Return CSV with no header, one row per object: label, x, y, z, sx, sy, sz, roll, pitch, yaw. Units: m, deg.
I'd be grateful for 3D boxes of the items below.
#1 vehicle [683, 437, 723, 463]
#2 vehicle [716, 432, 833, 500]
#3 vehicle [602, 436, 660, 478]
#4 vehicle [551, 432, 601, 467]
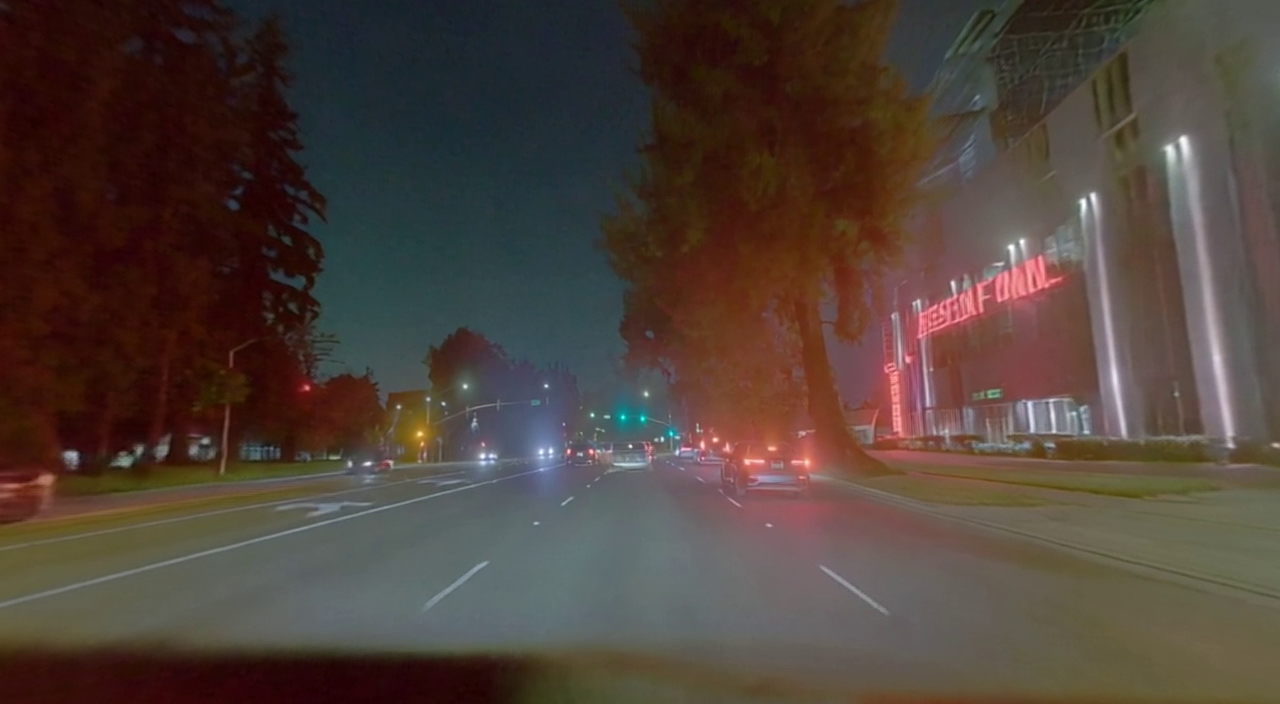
vehicle,3.774,5.941,38.334,1.913,1.463,4.198,0,-8,-1
vehicle,3.206,2.813,15.994,1.948,1.474,4.360,0,-8,-1
vehicle,-0.262,3.974,24.085,1.971,1.433,3.923,-1,-8,3
vehicle,-3.278,5.114,33.131,2.023,1.720,4.452,0,-8,1
